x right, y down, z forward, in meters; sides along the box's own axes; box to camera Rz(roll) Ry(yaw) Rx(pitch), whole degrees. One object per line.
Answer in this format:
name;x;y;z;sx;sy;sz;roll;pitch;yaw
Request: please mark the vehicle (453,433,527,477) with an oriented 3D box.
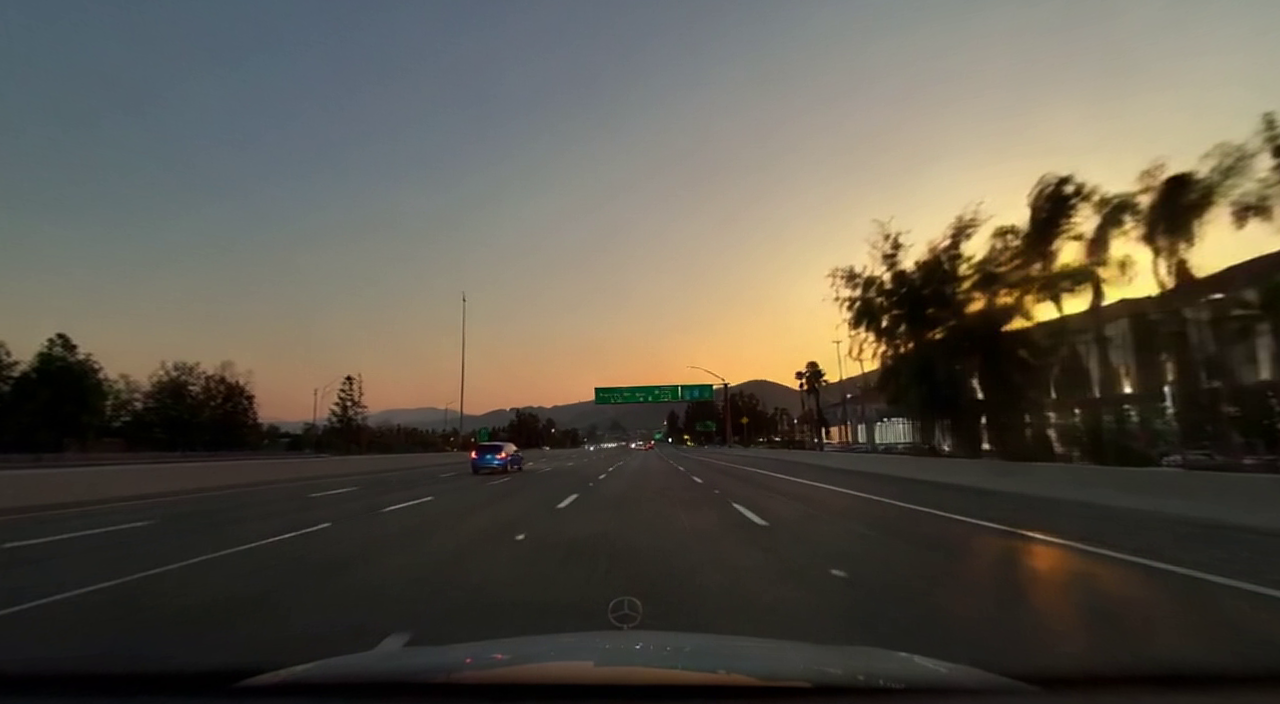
vehicle;-6.696;4.667;28.806;2.145;1.793;4.762;-1;-8;1
